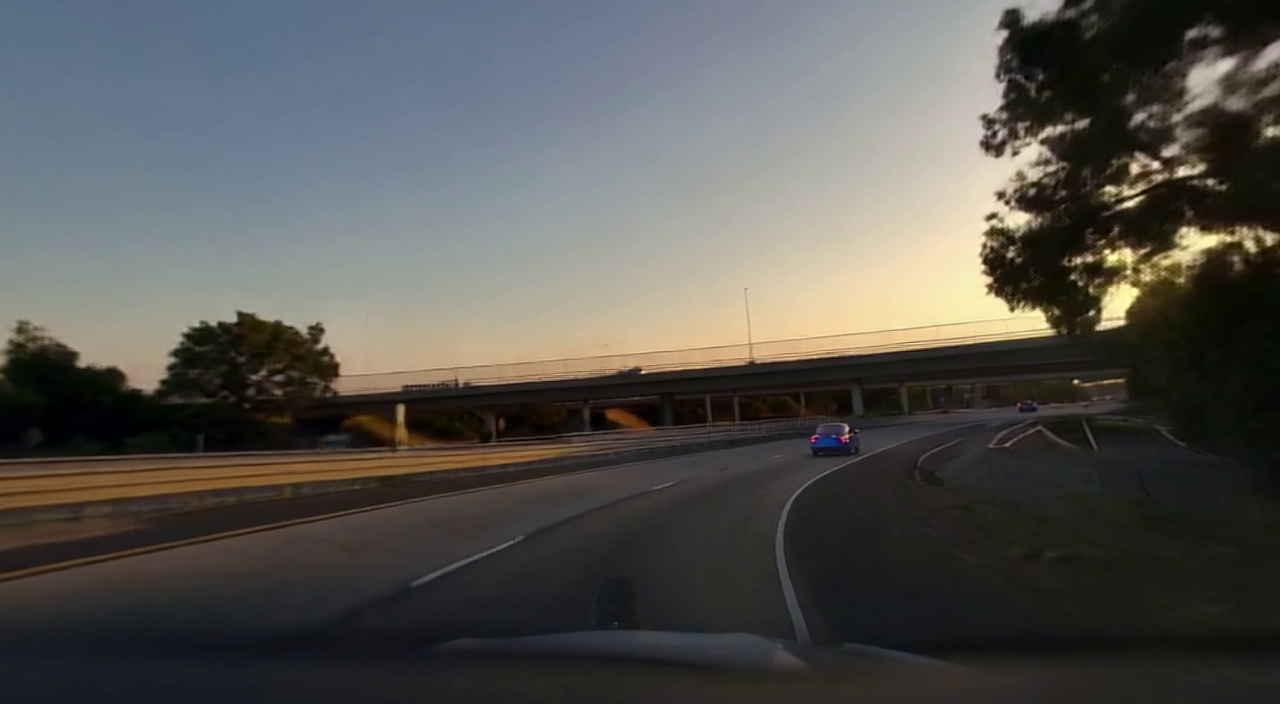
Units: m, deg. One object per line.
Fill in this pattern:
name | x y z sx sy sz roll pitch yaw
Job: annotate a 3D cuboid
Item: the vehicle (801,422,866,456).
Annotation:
vehicle | 9.402 4.182 30.363 2.028 1.440 3.970 -3 -8 32
